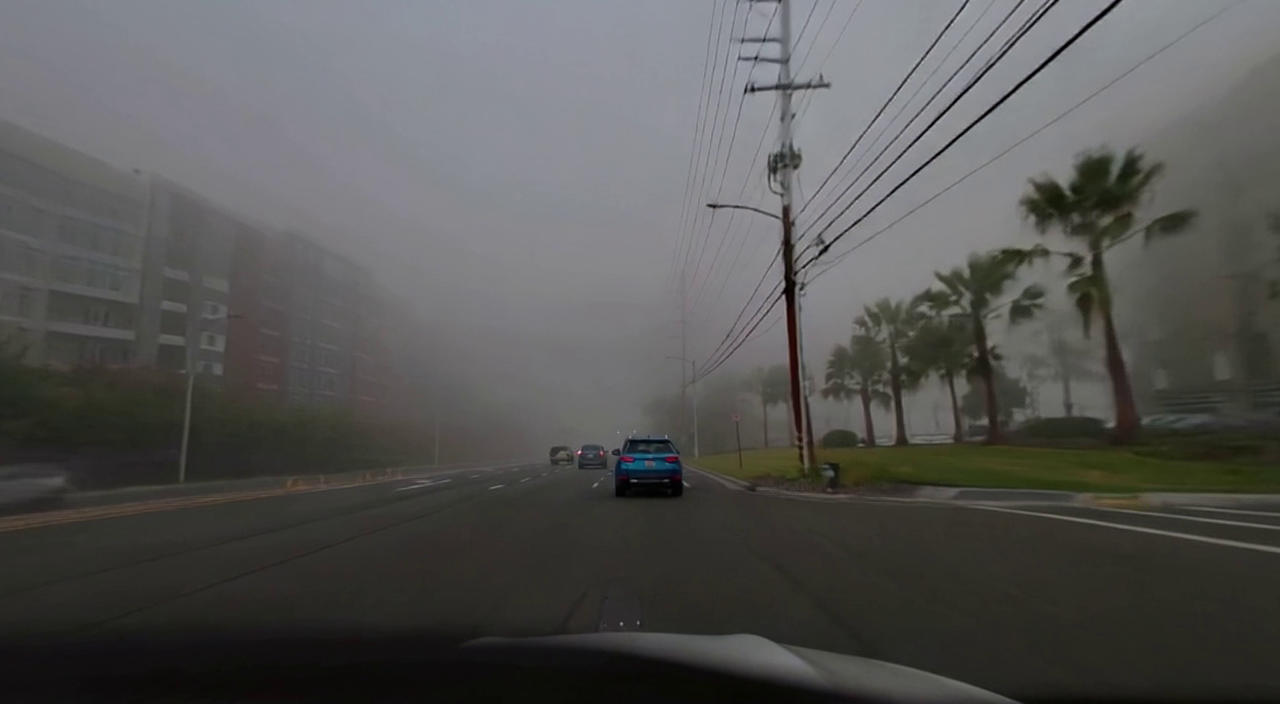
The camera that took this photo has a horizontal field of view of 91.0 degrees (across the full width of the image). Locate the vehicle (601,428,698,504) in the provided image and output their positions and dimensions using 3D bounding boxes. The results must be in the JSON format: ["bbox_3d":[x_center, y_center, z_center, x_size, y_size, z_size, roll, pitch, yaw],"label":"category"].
[{"bbox_3d":[0.181,2.904,16.450,2.198,1.706,4.166,0,-9,-1],"label":"vehicle"}]

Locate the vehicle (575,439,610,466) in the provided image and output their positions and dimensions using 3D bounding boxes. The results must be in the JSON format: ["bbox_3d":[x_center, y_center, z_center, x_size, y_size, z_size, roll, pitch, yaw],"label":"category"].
[{"bbox_3d":[-3.405,7.348,46.124,2.169,1.796,4.821,0,-9,1],"label":"vehicle"}]
